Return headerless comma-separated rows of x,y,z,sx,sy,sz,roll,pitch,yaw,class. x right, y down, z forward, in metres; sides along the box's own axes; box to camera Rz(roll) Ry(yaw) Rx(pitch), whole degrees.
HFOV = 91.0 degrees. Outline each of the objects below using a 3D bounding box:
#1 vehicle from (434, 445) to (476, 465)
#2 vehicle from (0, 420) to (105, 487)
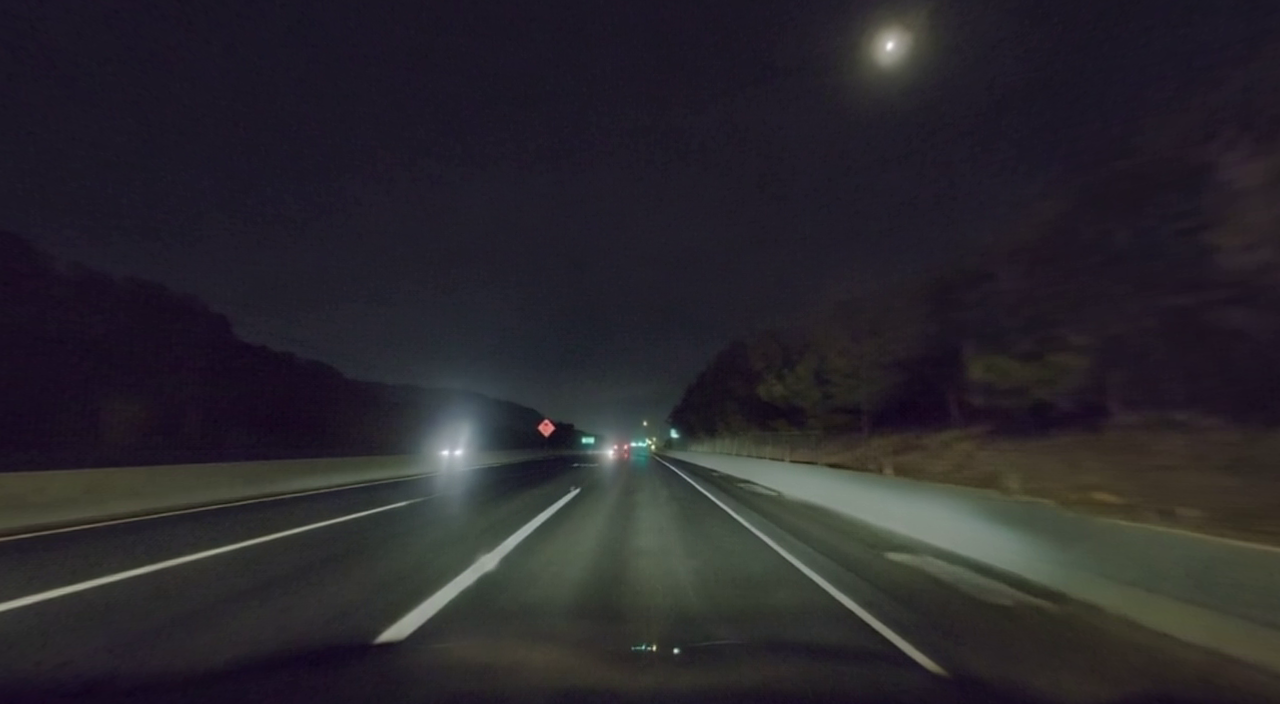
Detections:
-14.549,8.124,49.806,1.907,1.487,4.725,0,-8,0,vehicle
-39.728,6.540,41.326,3.010,3.986,7.202,0,-8,-5,vehicle
